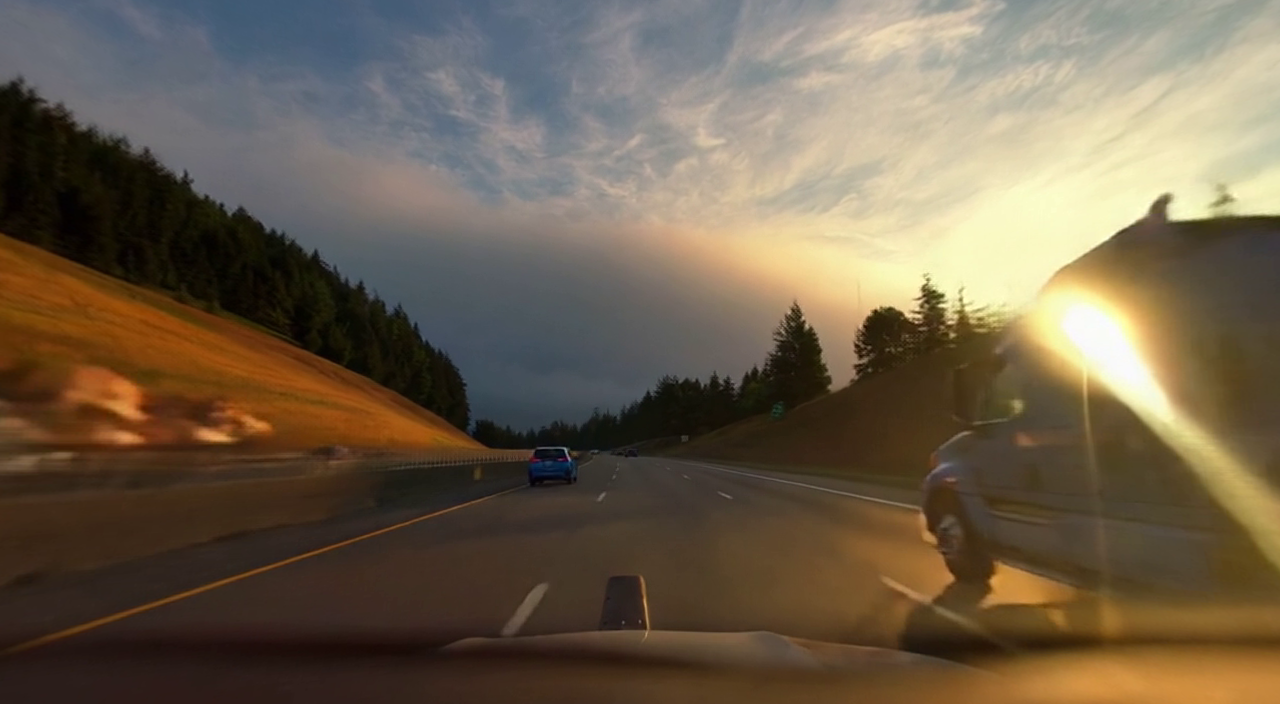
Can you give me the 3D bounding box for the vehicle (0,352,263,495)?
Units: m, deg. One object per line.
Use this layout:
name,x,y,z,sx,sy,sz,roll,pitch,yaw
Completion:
vehicle,-18.838,2.778,22.510,3.273,3.792,12.173,0,-9,0

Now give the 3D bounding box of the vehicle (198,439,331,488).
vehicle,-14.508,4.347,24.847,1.871,1.662,5.423,0,-9,0

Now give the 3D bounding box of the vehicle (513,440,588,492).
vehicle,-3.122,4.110,23.001,2.115,1.670,4.261,0,-9,0

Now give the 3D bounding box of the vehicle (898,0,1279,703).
vehicle,4.594,0.015,4.318,3.025,3.905,5.860,0,-9,0

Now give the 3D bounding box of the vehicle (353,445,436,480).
vehicle,-11.441,5.185,29.742,2.015,1.475,4.691,0,-9,0
